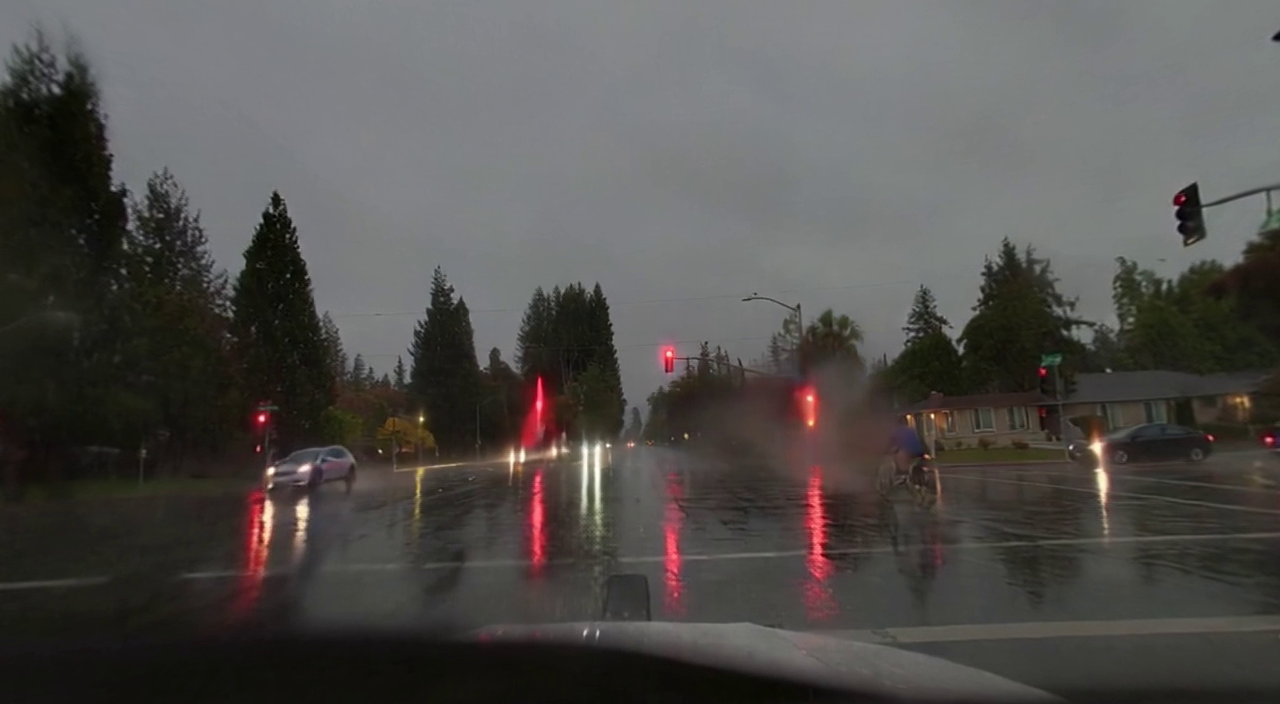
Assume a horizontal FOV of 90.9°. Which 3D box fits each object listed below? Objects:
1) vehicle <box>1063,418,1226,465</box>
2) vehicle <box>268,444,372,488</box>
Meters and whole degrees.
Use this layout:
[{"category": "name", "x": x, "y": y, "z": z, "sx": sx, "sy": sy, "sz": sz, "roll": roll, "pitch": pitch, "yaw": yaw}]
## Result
[{"category": "vehicle", "x": 17.306, "y": 3.100, "z": 21.773, "sx": 3.969, "sy": 1.493, "sz": 1.823, "roll": 0, "pitch": -9, "yaw": 1}, {"category": "vehicle", "x": -14.089, "y": 5.017, "z": 28.108, "sx": 2.148, "sy": 1.753, "sz": 4.558, "roll": 0, "pitch": -9, "yaw": 1}]
